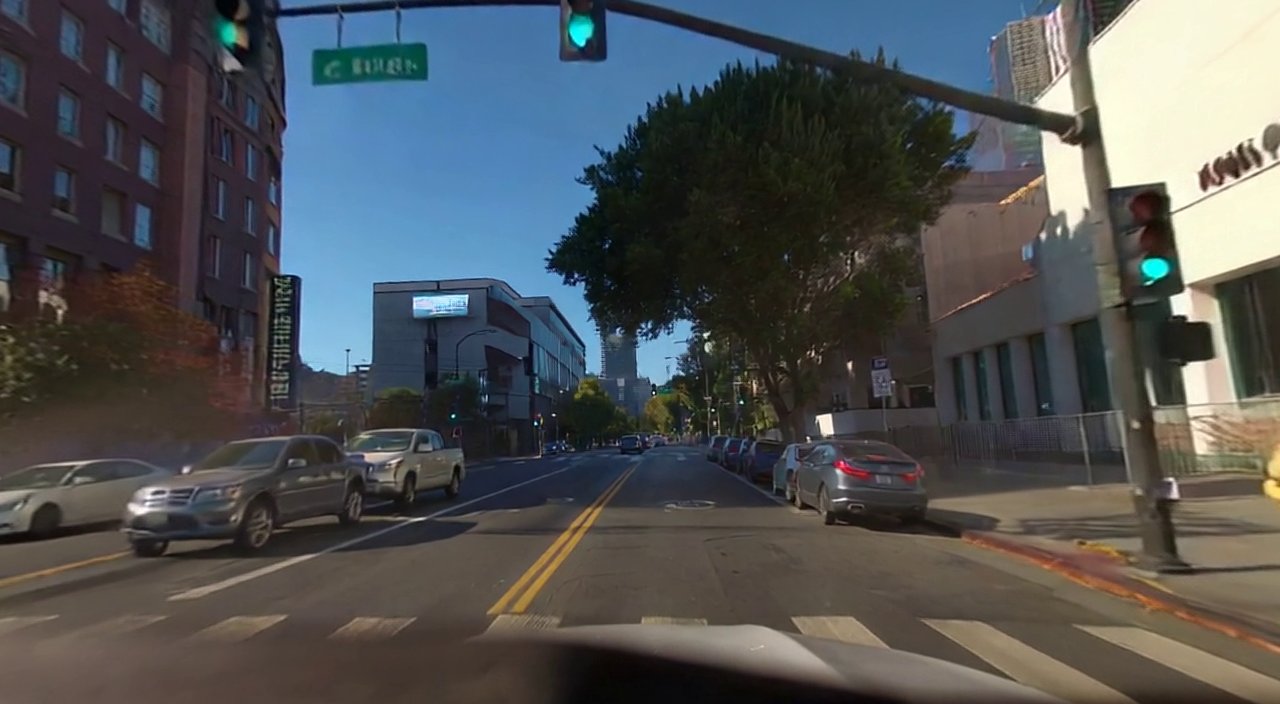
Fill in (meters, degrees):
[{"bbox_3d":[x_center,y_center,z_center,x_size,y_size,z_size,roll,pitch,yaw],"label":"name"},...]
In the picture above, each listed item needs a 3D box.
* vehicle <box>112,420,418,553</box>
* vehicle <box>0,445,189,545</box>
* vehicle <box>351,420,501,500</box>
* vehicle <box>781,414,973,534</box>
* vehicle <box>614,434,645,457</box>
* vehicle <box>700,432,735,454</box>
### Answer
[{"bbox_3d":[-5.255,1.928,9.729,1.942,1.559,4.298,-1,-8,2],"label":"vehicle"},{"bbox_3d":[-11.405,2.661,12.430,1.933,1.628,3.973,-1,-8,2],"label":"vehicle"},{"bbox_3d":[-5.289,2.757,16.479,1.958,1.731,5.051,-1,-8,2],"label":"vehicle"},{"bbox_3d":[3.978,2.115,11.417,1.924,1.765,3.954,0,-8,0],"label":"vehicle"},{"bbox_3d":[-0.700,6.706,45.187,1.973,1.496,3.713,-1,-8,2],"label":"vehicle"},{"bbox_3d":[5.817,6.861,47.906,2.155,1.458,5.178,1,-7,1],"label":"vehicle"}]
